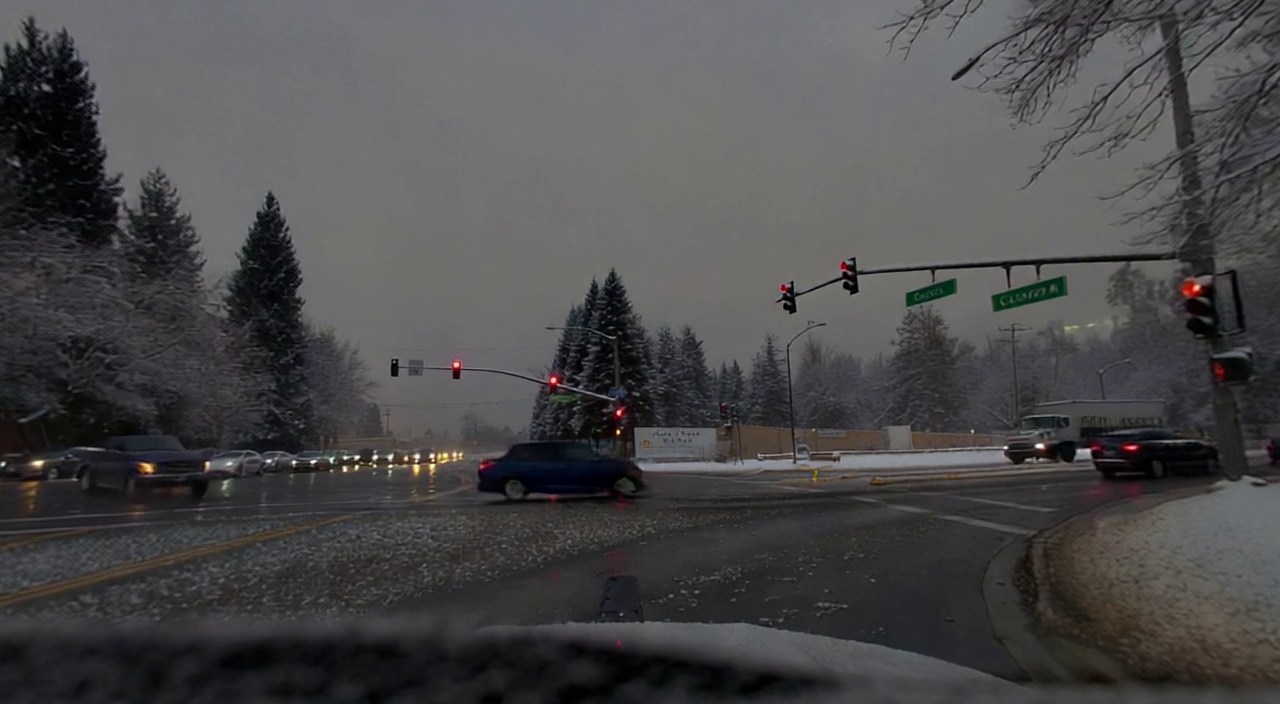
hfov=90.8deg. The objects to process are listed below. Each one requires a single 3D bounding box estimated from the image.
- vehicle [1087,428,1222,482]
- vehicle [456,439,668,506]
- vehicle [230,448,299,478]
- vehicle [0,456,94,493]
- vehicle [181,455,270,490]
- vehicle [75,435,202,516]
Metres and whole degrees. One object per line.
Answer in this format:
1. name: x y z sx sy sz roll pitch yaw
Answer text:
1. vehicle: 17.058 3.383 20.928 4.281 1.621 1.903 5 -10 -29
2. vehicle: -1.771 2.871 15.326 4.728 1.471 1.957 -1 -9 6
3. vehicle: -26.332 7.769 44.531 2.213 1.956 5.254 1 -9 -8
4. vehicle: -31.179 6.264 32.642 2.142 1.723 4.692 1 -9 -9
5. vehicle: -20.007 5.794 30.730 1.999 1.468 4.702 2 -9 -12
6. vehicle: -14.742 3.465 18.401 2.358 1.937 5.896 7 -12 -41
